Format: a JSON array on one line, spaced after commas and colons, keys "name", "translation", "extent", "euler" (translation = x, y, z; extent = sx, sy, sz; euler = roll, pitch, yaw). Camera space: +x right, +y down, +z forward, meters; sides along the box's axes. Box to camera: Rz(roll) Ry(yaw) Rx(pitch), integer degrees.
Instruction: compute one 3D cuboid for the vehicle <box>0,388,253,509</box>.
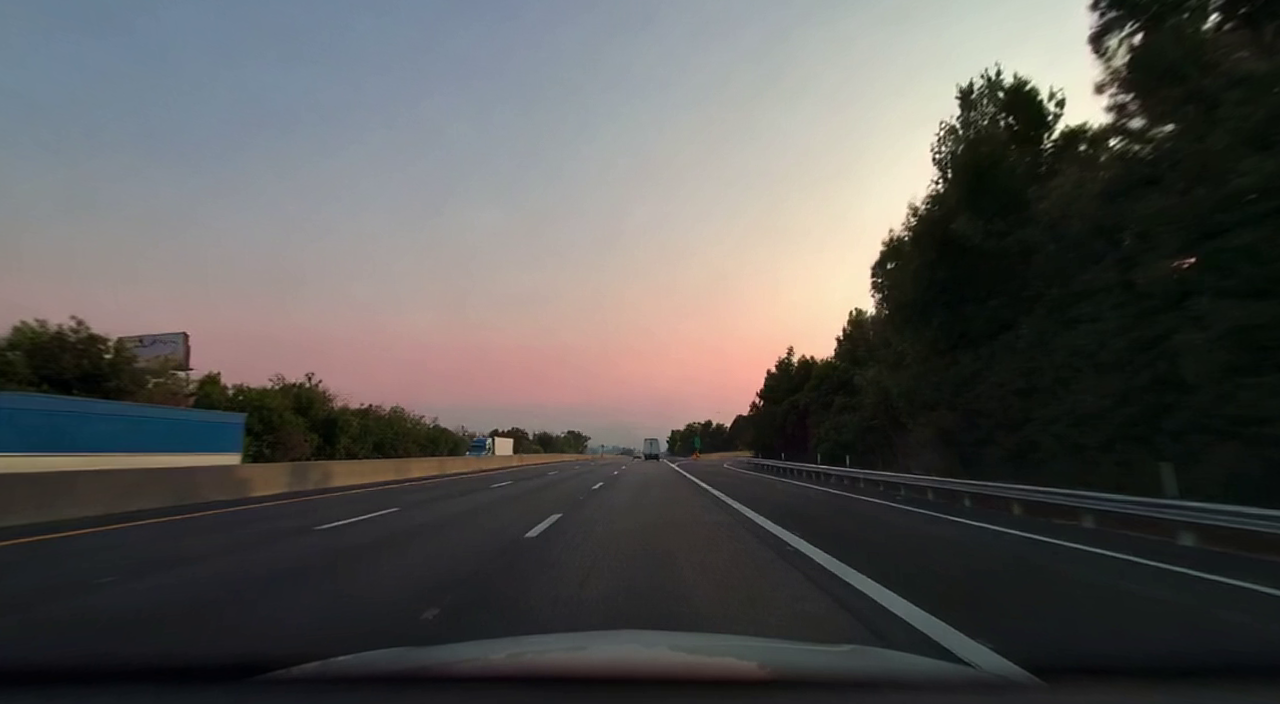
[{"name": "vehicle", "translation": [-23.213, 4.316, 27.914], "extent": [2.910, 4.044, 14.275], "euler": [0, -9, 1]}]
